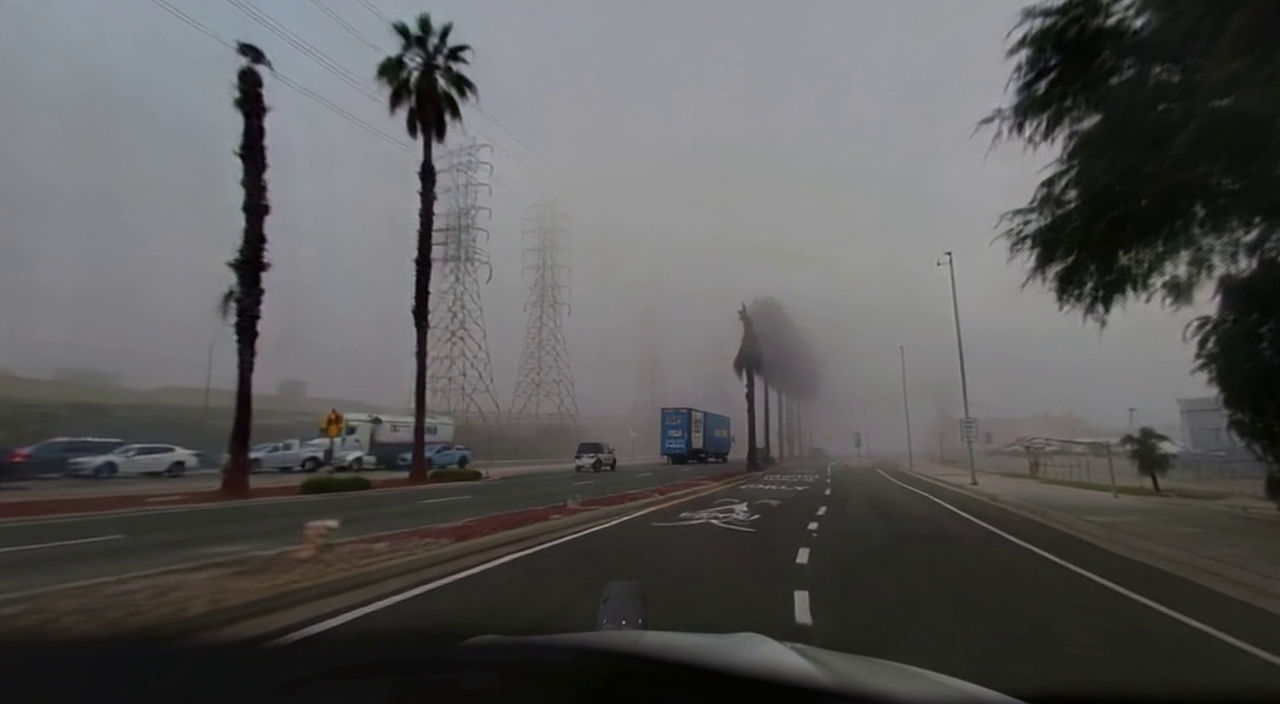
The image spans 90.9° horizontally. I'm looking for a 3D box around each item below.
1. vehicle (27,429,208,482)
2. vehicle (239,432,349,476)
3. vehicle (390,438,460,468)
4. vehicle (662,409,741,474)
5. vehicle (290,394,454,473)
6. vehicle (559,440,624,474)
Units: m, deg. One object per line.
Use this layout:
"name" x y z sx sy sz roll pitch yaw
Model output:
"vehicle" -17.900 3.701 21.939 1.785 1.502 4.457 -6 -14 17
"vehicle" -15.920 4.823 29.352 1.833 1.578 4.412 -11 -15 17
"vehicle" -12.964 6.110 38.353 1.751 1.639 4.434 -5 -10 16
"vehicle" 4.599 6.281 44.096 2.903 3.933 11.567 -3 -9 18
"vehicle" -16.207 5.447 39.720 2.907 3.760 11.193 -5 -14 15
"vehicle" -2.980 6.708 40.586 2.266 1.950 5.866 -3 -9 16
